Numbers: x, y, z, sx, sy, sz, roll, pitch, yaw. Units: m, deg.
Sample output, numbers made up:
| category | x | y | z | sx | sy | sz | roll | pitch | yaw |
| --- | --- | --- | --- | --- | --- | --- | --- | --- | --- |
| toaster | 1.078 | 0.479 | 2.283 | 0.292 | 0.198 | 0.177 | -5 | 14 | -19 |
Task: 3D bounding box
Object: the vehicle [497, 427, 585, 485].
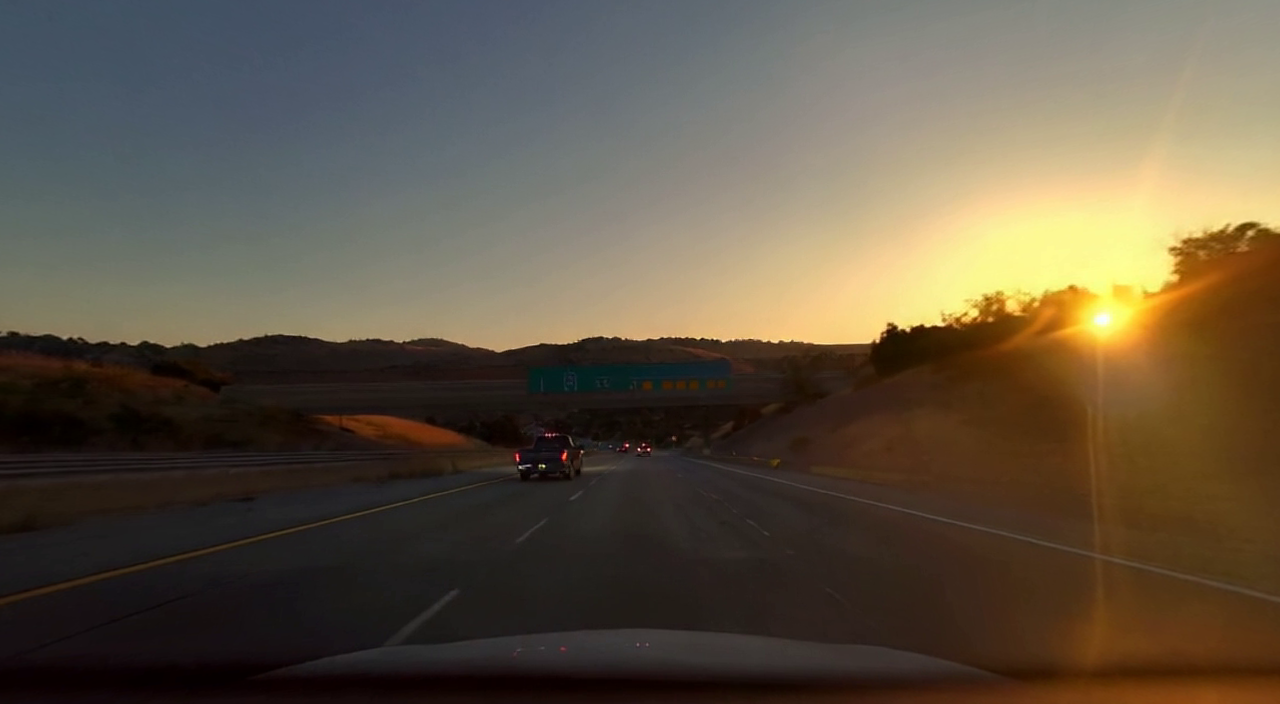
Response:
| category | x | y | z | sx | sy | sz | roll | pitch | yaw |
| --- | --- | --- | --- | --- | --- | --- | --- | --- | --- |
| vehicle | -3.554 | 3.900 | 23.936 | 2.379 | 1.918 | 5.504 | 0 | -8 | 1 |
